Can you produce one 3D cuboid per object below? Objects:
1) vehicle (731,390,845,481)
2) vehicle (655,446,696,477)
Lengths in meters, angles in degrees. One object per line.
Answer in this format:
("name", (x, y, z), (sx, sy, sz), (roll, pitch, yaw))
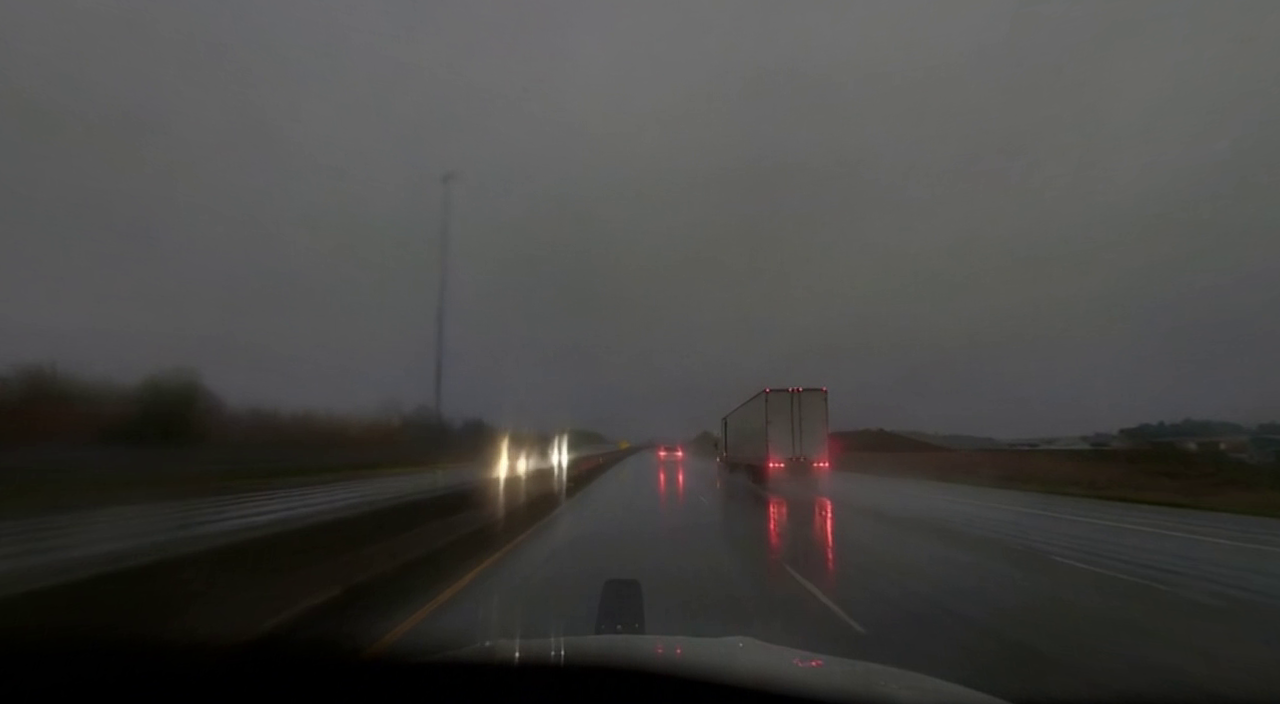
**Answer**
("vehicle", (7.658, 4.794, 35.240), (2.907, 4.042, 13.858), (0, -9, 0))
("vehicle", (1.885, 5.964, 34.335), (2.024, 1.579, 3.707), (-1, -9, 1))
